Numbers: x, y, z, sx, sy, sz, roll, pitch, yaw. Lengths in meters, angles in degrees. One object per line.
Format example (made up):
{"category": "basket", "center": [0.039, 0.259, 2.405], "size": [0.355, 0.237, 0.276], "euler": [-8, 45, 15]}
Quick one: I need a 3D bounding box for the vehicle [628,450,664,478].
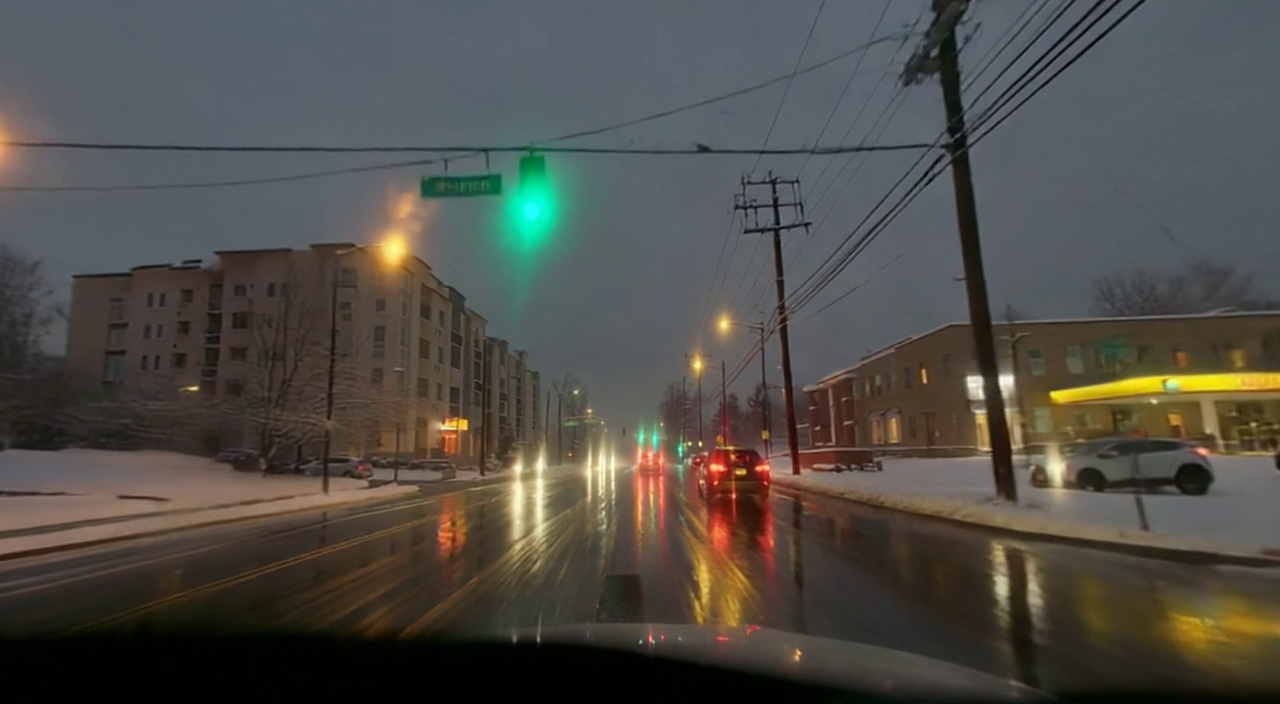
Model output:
{"category": "vehicle", "center": [0.377, 6.622, 37.576], "size": [1.999, 1.487, 3.939], "euler": [0, -8, 1]}

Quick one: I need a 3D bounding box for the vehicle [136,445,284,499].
{"category": "vehicle", "center": [-17.516, 4.880, 25.922], "size": [4.591, 1.852, 2.241], "euler": [-3, -7, 5]}

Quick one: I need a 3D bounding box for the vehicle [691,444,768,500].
{"category": "vehicle", "center": [2.876, 3.961, 21.322], "size": [1.945, 1.647, 4.160], "euler": [0, -8, -1]}

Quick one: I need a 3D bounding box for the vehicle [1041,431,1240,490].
{"category": "vehicle", "center": [14.174, 3.103, 18.364], "size": [1.846, 1.480, 4.649], "euler": [0, -8, -2]}

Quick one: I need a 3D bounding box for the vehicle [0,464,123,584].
{"category": "vehicle", "center": [-9.086, 2.162, 7.618], "size": [1.859, 1.451, 4.447], "euler": [0, -8, 1]}
